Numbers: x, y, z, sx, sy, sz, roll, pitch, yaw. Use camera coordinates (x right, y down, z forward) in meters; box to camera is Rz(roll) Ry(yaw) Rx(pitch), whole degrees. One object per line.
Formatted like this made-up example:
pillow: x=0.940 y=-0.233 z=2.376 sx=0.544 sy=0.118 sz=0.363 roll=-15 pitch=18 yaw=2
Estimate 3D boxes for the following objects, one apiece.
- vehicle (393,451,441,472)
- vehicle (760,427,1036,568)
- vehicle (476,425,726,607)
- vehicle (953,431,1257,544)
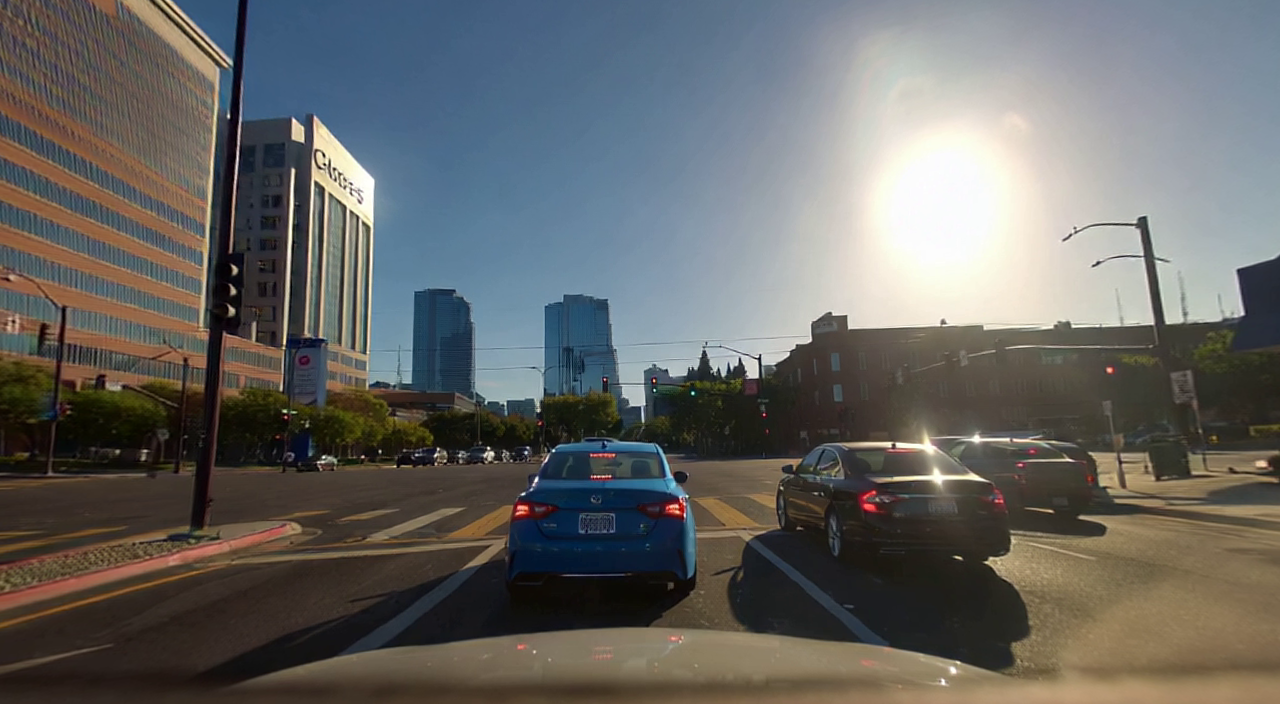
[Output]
vehicle: x=-17.141 y=8.394 z=48.681 sx=2.048 sy=1.463 sz=4.530 roll=0 pitch=-8 yaw=-1
vehicle: x=3.214 y=1.888 z=8.970 sx=2.042 sy=1.508 sz=4.109 roll=0 pitch=-8 yaw=-2
vehicle: x=-0.369 y=1.653 z=7.288 sx=2.059 sy=1.477 sz=3.988 roll=0 pitch=-8 yaw=-1
vehicle: x=7.444 y=2.165 z=10.787 sx=1.908 sy=1.517 sz=4.182 roll=0 pitch=-8 yaw=-1
